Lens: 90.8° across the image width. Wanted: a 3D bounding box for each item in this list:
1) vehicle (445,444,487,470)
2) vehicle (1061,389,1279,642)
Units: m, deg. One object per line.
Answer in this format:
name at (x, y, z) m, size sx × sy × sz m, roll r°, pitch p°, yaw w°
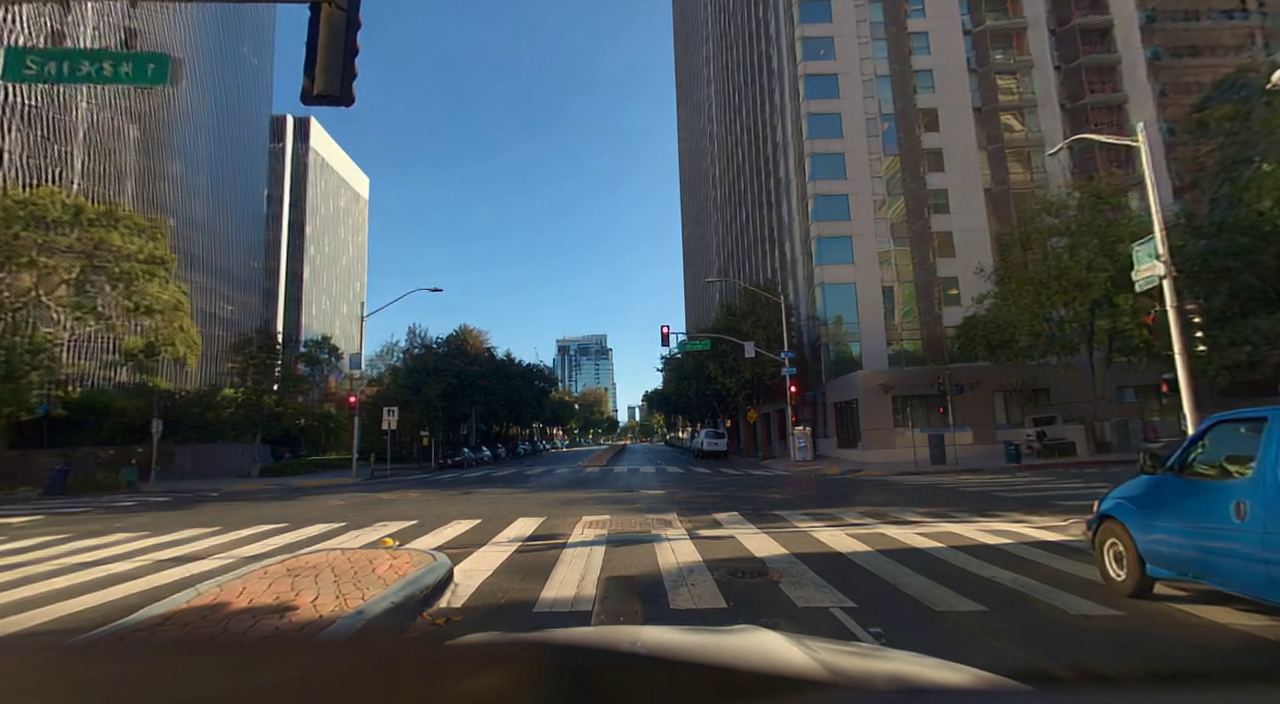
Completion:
vehicle at (-12.449, 7.512, 45.385) m, size 1.935 × 1.639 × 4.244 m, roll -3°, pitch -8°, yaw -2°
vehicle at (5.651, 1.135, 4.298) m, size 2.070 × 1.804 × 4.881 m, roll 0°, pitch -8°, yaw -2°
